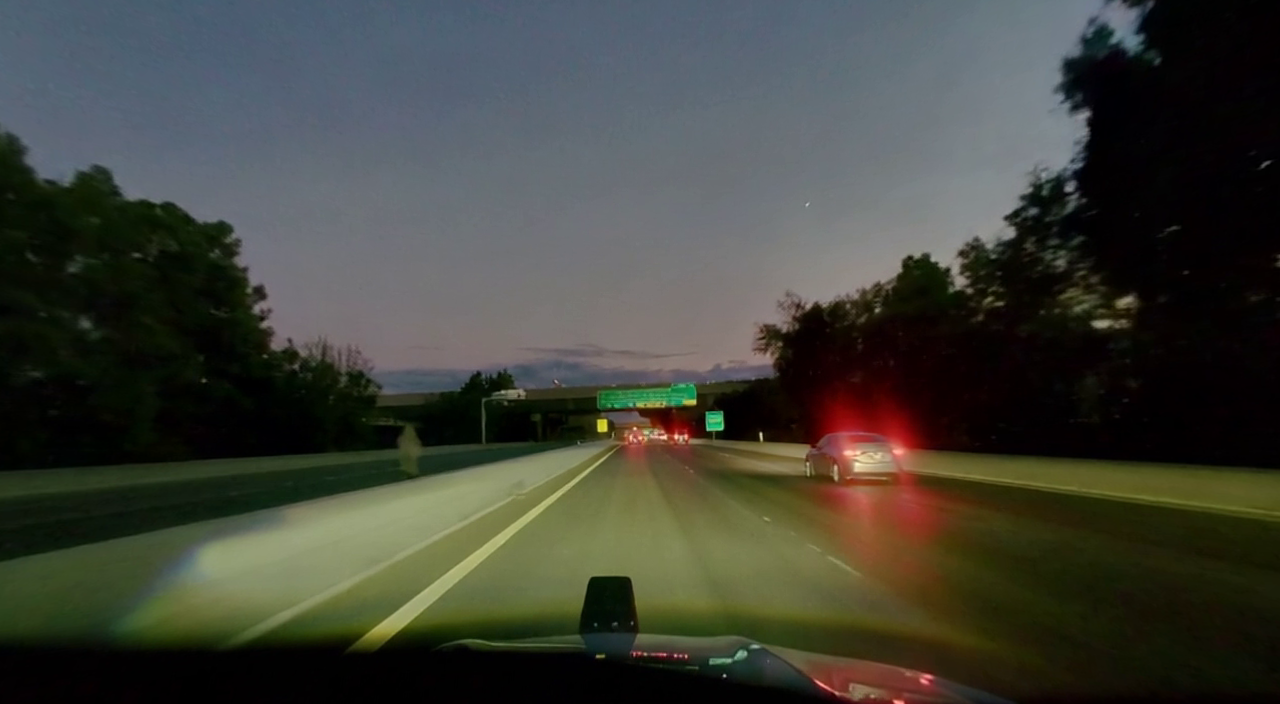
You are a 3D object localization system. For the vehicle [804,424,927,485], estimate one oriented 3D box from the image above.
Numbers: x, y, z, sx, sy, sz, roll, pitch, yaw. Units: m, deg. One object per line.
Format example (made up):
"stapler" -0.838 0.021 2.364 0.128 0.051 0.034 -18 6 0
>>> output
"vehicle" 6.515 2.990 18.736 1.940 1.578 4.122 0 -8 -3
